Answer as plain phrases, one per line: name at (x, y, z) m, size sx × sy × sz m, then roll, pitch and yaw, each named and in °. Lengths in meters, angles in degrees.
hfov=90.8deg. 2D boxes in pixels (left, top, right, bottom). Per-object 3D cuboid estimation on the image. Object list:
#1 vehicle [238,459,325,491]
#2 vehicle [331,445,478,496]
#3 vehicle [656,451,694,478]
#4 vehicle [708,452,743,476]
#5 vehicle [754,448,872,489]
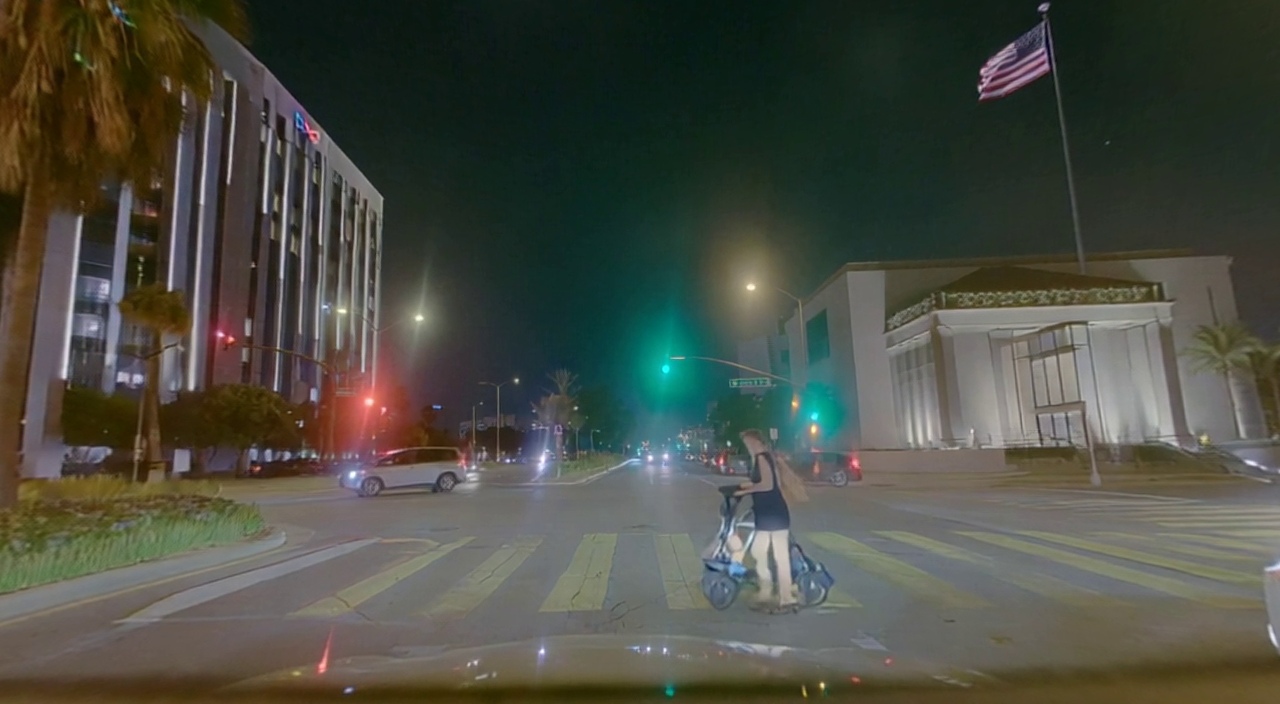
vehicle at (-19.948, 6.859, 35.413) m, size 2.069 × 1.540 × 4.774 m, roll 0°, pitch -8°, yaw 0°
vehicle at (-7.991, 4.048, 21.904) m, size 4.499 × 1.594 × 1.898 m, roll 2°, pitch -9°, yaw -13°
vehicle at (2.512, 8.222, 46.501) m, size 2.325 × 1.810 × 4.827 m, roll 0°, pitch -8°, yaw -2°
vehicle at (6.556, 8.581, 48.688) m, size 2.176 × 1.690 × 4.138 m, roll 0°, pitch -8°, yaw 1°
vehicle at (7.183, 4.795, 26.368) m, size 4.273 × 1.525 × 2.000 m, roll -6°, pitch -10°, yaw 32°
